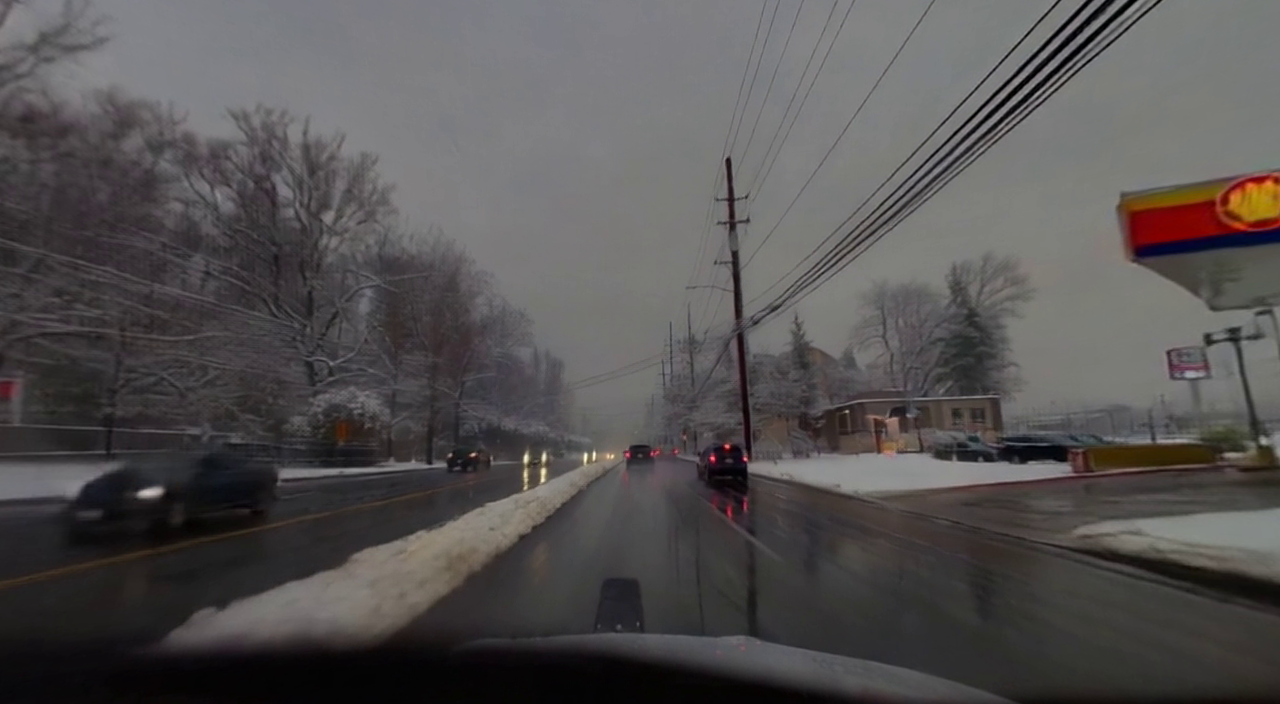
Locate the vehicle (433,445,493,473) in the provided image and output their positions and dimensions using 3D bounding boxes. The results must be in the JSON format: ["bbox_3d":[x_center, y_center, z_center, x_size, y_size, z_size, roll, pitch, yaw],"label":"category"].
[{"bbox_3d":[-11.869,7.216,42.894,2.383,1.725,5.760,-1,-8,0],"label":"vehicle"}]

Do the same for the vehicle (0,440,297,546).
[{"bbox_3d":[-8.400,2.350,11.308,1.953,1.470,4.522,-1,-8,0],"label":"vehicle"}]

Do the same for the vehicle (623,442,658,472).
[{"bbox_3d":[-0.001,6.700,40.525,2.163,1.825,4.073,0,-8,-1],"label":"vehicle"}]

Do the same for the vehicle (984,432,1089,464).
[{"bbox_3d":[23.082,5.600,36.979,2.187,1.757,4.663,3,-9,-22],"label":"vehicle"}]

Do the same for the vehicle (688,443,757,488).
[{"bbox_3d":[3.152,4.413,24.993,1.990,1.592,4.294,0,-8,-2],"label":"vehicle"}]

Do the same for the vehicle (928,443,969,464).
[{"bbox_3d":[24.417,7.954,49.848,2.071,1.528,4.644,-6,-10,35],"label":"vehicle"}]
